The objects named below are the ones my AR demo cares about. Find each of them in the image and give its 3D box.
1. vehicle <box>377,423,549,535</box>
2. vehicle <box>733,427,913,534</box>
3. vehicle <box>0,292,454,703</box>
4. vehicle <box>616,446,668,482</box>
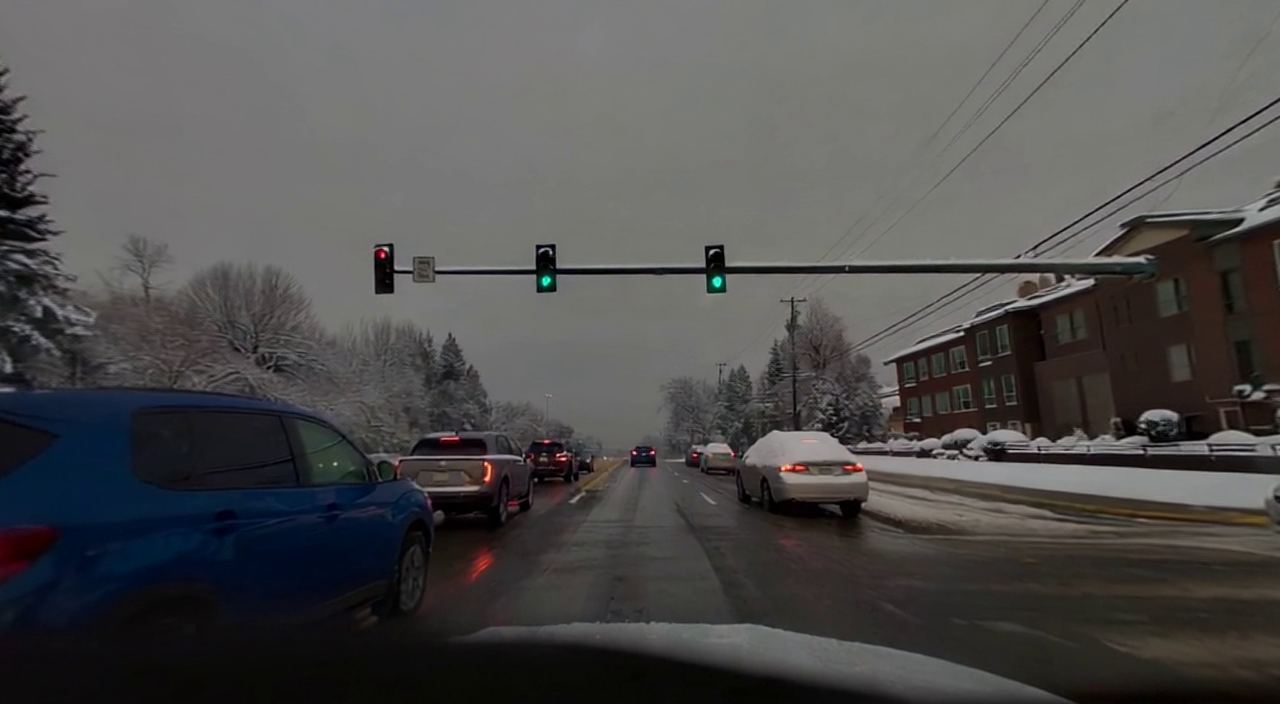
[{"bbox_3d":[-3.117,2.327,12.167,1.958,1.744,4.315,0,-9,2],"label":"vehicle"},{"bbox_3d":[3.329,2.448,12.645,2.201,1.734,4.564,0,-9,0],"label":"vehicle"},{"bbox_3d":[-2.852,0.997,3.670,2.127,1.754,4.287,0,-9,1],"label":"vehicle"},{"bbox_3d":[0.105,5.067,28.806,2.185,1.515,4.215,0,-8,0],"label":"vehicle"}]
